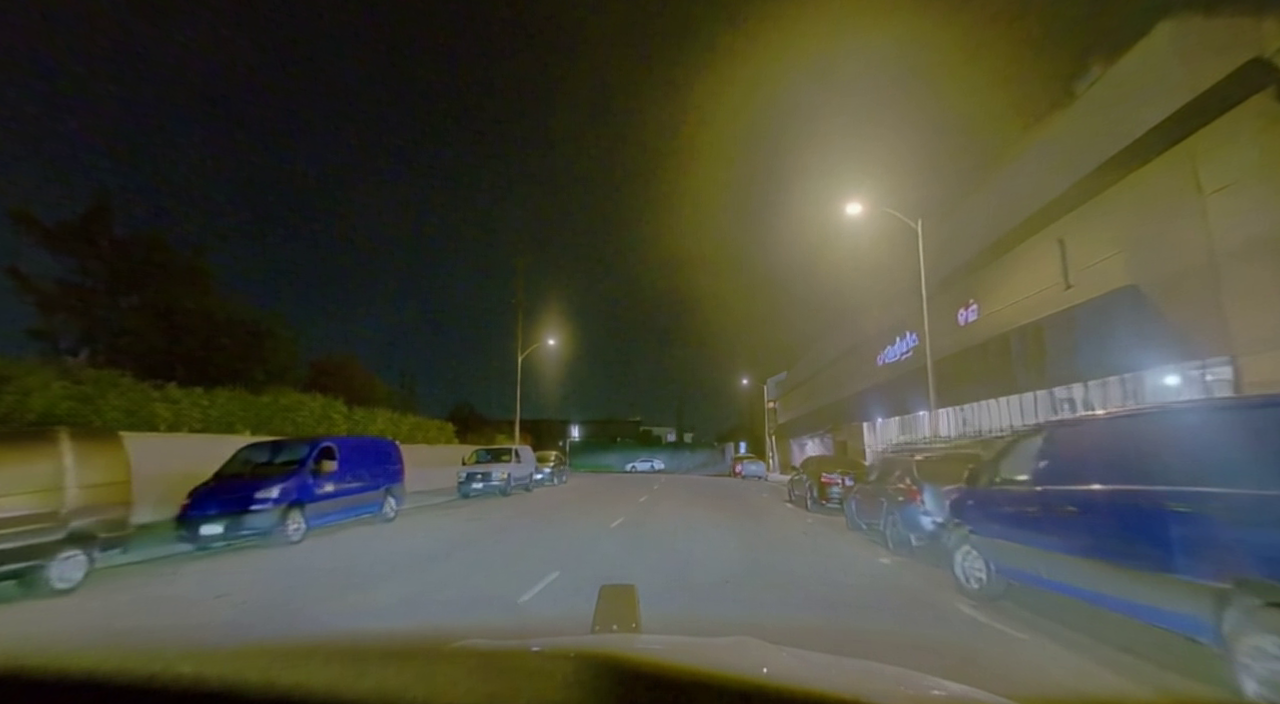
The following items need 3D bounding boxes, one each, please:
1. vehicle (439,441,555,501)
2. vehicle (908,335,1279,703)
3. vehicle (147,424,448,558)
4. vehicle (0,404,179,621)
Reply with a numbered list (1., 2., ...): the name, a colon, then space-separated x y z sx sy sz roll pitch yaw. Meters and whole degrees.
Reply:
1. vehicle: -5.044 4.299 23.397 2.504 1.919 5.658 -1 -9 6
2. vehicle: 4.387 1.230 4.887 2.327 2.021 5.850 1 -8 3
3. vehicle: -5.964 2.476 12.254 2.304 1.937 5.720 -1 -9 4
4. vehicle: -6.613 1.411 5.529 1.857 1.908 4.081 -1 -9 3
